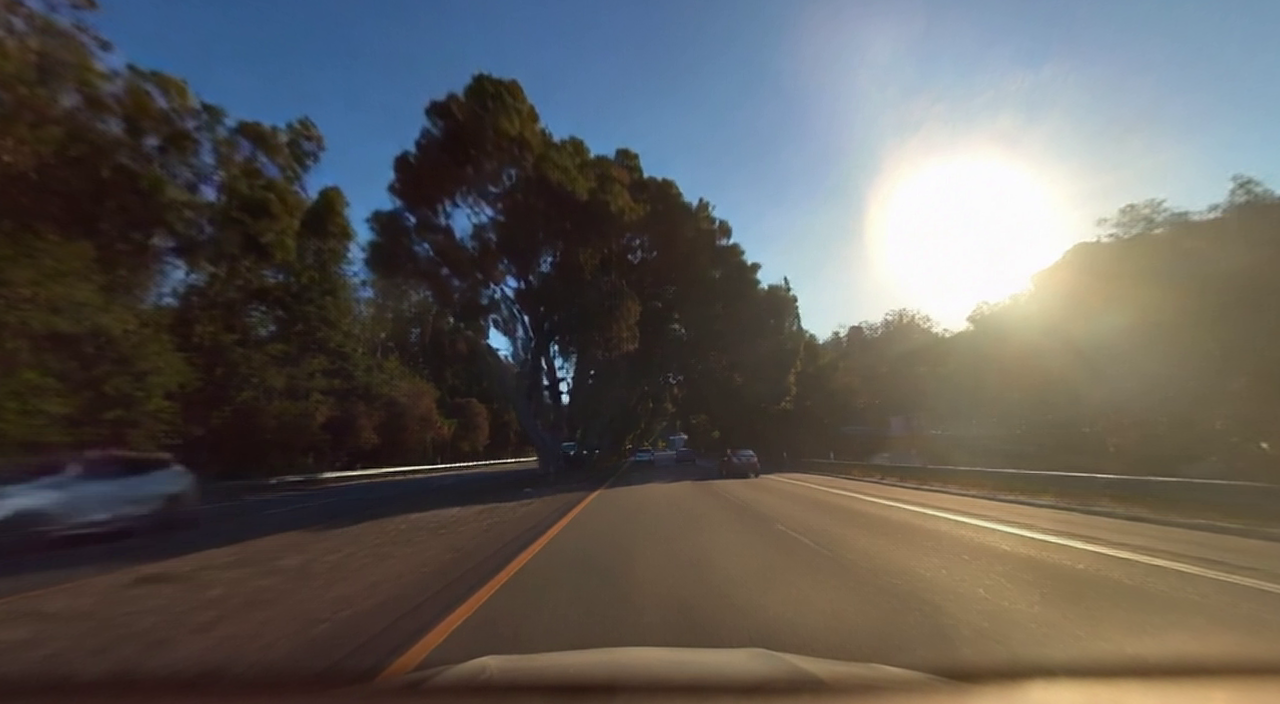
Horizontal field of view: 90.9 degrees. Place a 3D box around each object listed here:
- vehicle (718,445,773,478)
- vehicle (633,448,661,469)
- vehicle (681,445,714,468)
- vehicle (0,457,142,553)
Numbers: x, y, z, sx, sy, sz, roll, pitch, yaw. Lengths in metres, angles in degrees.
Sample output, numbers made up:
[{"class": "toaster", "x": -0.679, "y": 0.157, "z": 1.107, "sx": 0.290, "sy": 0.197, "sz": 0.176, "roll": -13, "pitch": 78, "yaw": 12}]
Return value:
[{"class": "vehicle", "x": 5.050, "y": 5.310, "z": 30.753, "sx": 1.964, "sy": 1.513, "sz": 3.707, "roll": 0, "pitch": -9, "yaw": -1}, {"class": "vehicle", "x": 0.485, "y": 7.958, "z": 47.246, "sx": 1.991, "sy": 1.459, "sz": 3.769, "roll": 0, "pitch": -9, "yaw": 0}, {"class": "vehicle", "x": 4.370, "y": 8.051, "z": 48.561, "sx": 2.122, "sy": 1.662, "sz": 4.392, "roll": 0, "pitch": -9, "yaw": 0}, {"class": "vehicle", "x": -12.188, "y": 2.858, "z": 11.977, "sx": 1.952, "sy": 1.629, "sz": 4.189, "roll": 0, "pitch": -9, "yaw": 0}]
